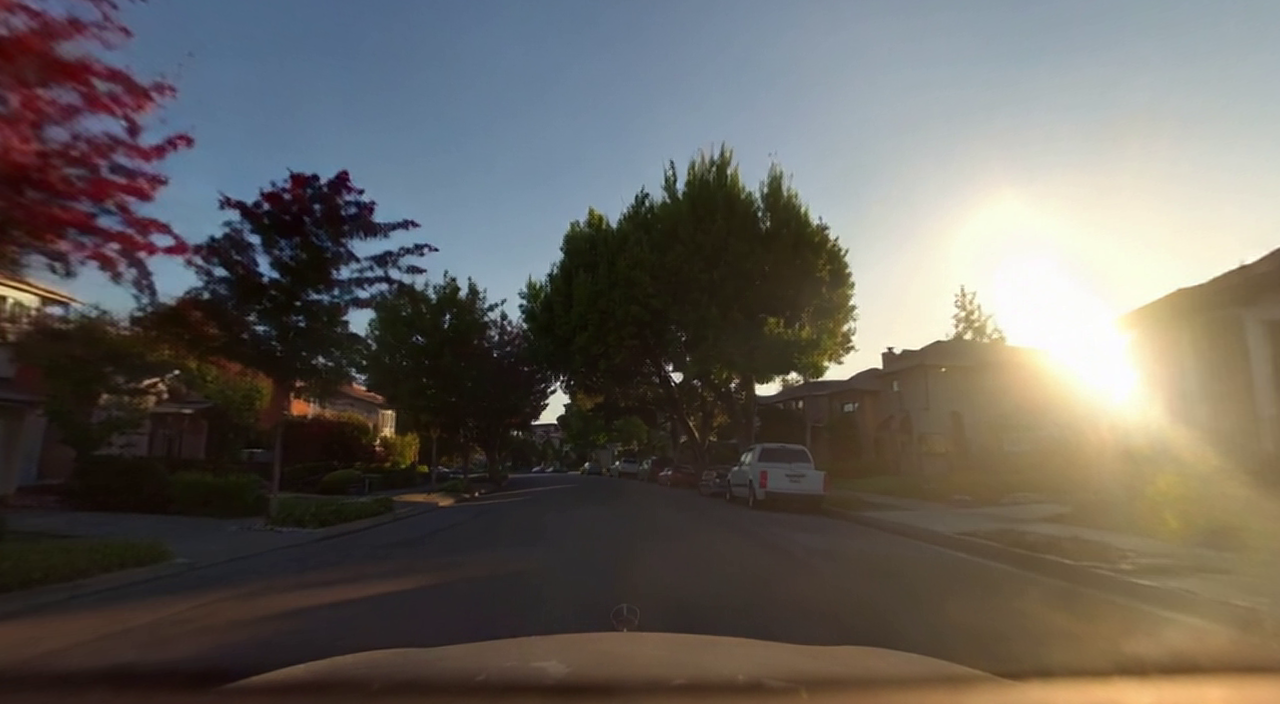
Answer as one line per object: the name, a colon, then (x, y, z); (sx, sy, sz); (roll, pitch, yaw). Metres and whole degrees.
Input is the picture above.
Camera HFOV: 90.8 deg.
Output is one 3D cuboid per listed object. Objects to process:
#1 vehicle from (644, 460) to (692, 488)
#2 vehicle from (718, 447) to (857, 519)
vehicle: (1.909, 8.603, 44.935); (2.111, 1.771, 4.942); (2, -9, -13)
vehicle: (4.489, 4.175, 20.647); (2.715, 1.900, 6.163); (2, -10, -3)
